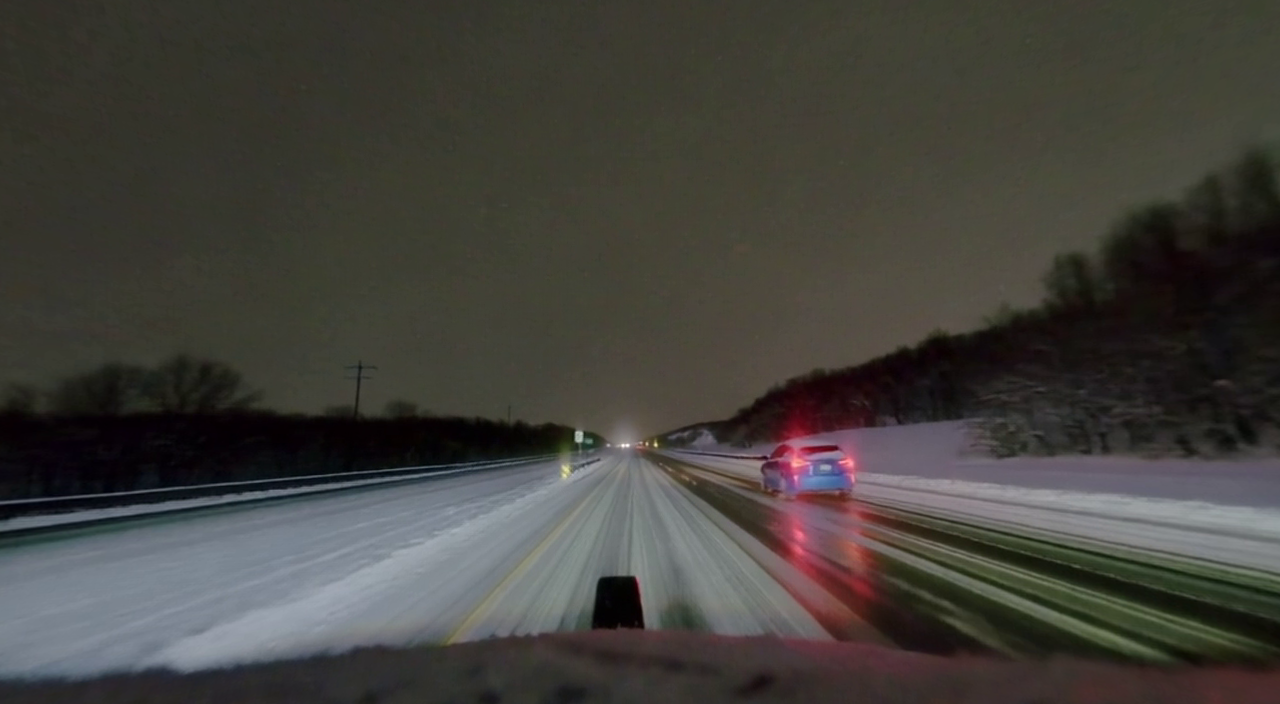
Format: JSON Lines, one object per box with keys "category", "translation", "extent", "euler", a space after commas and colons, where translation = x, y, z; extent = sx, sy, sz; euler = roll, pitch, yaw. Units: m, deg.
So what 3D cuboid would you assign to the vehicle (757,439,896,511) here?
{"category": "vehicle", "translation": [4.240, 2.871, 15.043], "extent": [1.981, 1.440, 4.125], "euler": [0, -9, -1]}
